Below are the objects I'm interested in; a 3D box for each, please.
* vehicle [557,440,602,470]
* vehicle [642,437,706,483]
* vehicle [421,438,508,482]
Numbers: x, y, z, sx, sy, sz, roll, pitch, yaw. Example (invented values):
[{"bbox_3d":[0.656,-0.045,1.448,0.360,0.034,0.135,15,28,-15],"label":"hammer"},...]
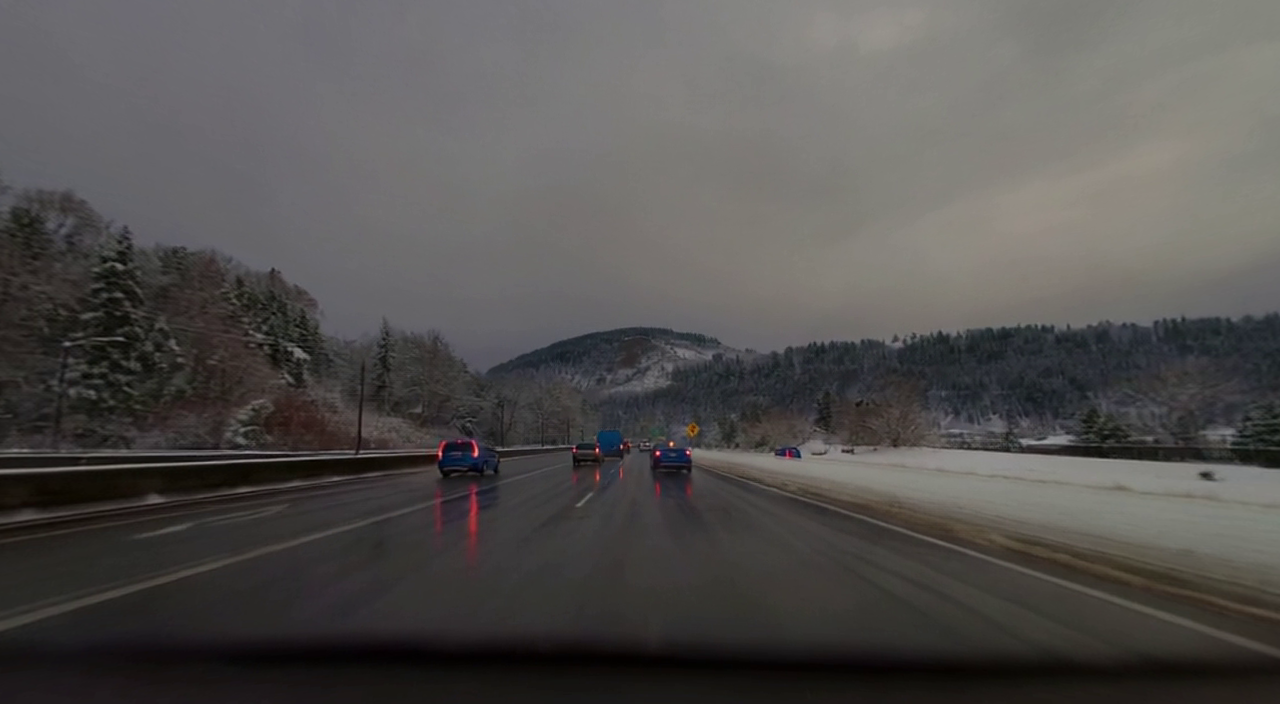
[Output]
[{"bbox_3d":[-3.187,5.543,34.157,1.990,1.501,4.250,0,-8,1],"label":"vehicle"},{"bbox_3d":[1.127,3.895,23.157,2.050,1.491,4.362,0,-8,-1],"label":"vehicle"},{"bbox_3d":[-6.706,4.163,24.713,2.012,1.504,4.729,0,-8,1],"label":"vehicle"}]
